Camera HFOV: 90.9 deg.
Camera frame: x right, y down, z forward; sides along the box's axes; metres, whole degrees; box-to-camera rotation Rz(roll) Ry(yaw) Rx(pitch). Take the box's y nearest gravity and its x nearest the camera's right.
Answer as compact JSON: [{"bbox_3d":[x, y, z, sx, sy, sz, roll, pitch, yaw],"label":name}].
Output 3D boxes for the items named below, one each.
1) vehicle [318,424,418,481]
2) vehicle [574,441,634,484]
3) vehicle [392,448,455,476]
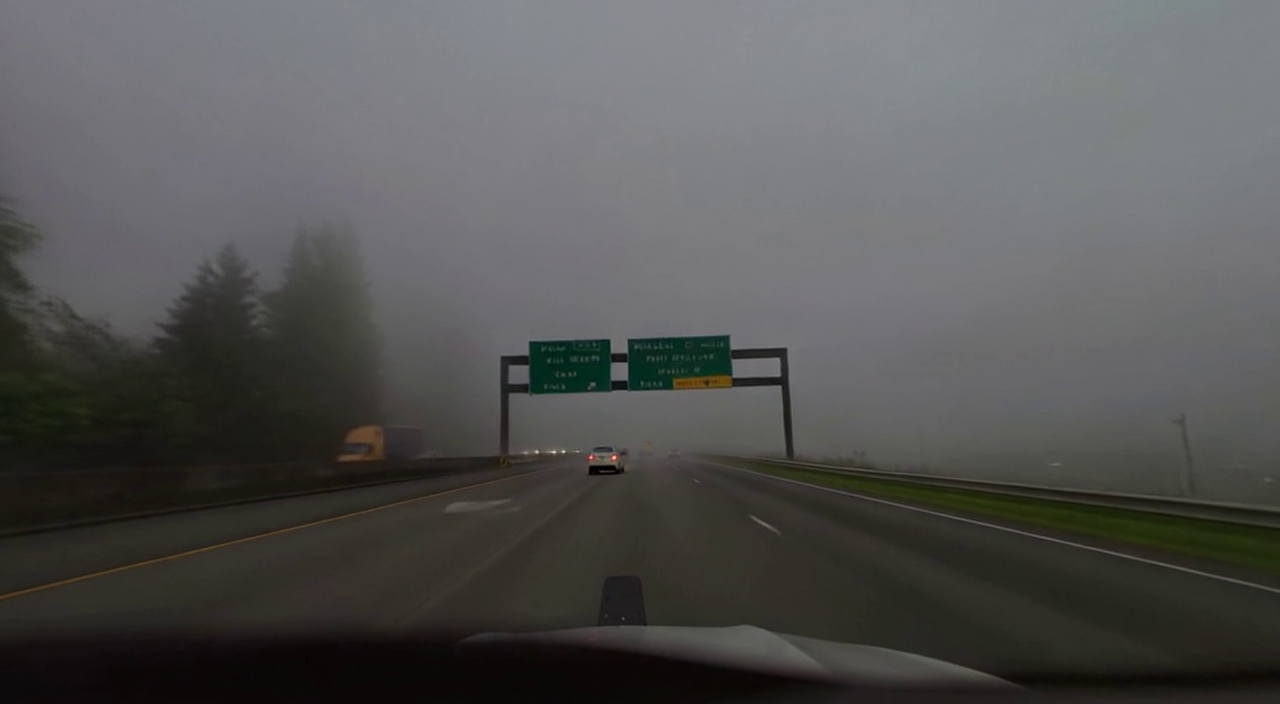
[{"bbox_3d":[-16.183,6.063,38.209,2.625,3.031,7.427,0,-9,1],"label":"vehicle"},{"bbox_3d":[-1.339,4.357,25.020,1.936,1.545,4.116,-1,-9,3],"label":"vehicle"},{"bbox_3d":[-12.187,6.191,35.778,1.892,1.493,4.444,0,-9,1],"label":"vehicle"}]
